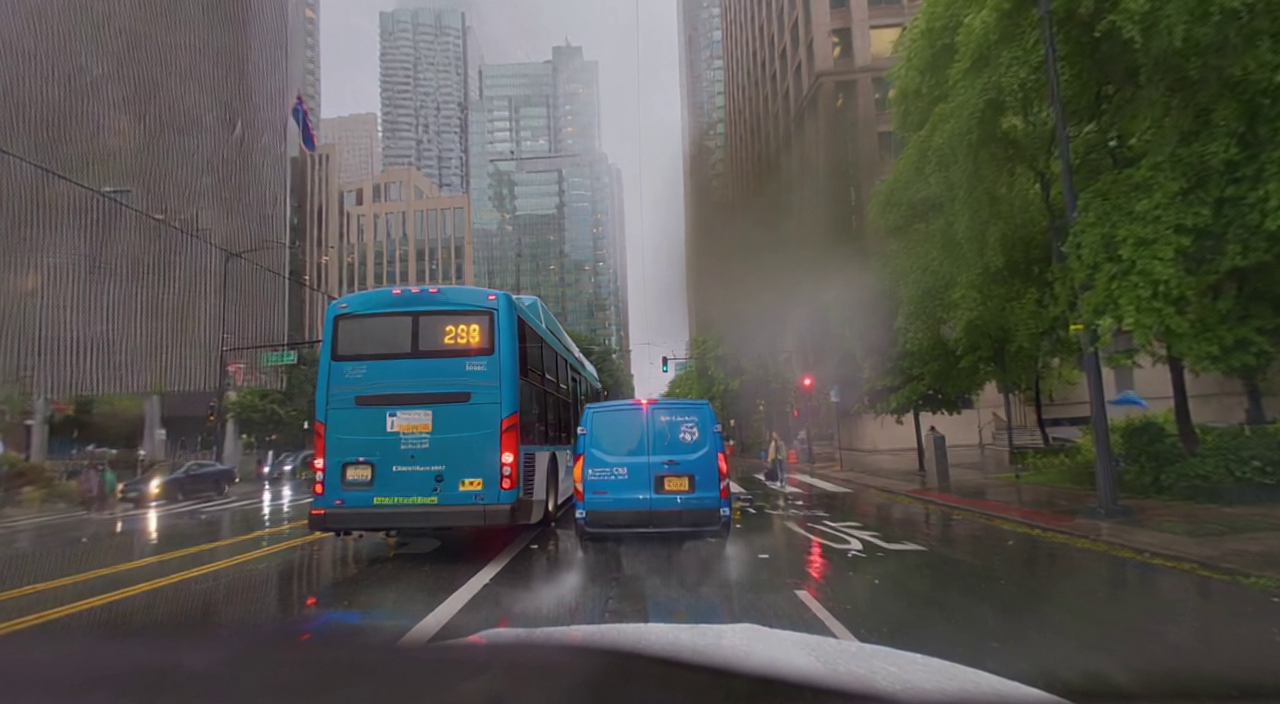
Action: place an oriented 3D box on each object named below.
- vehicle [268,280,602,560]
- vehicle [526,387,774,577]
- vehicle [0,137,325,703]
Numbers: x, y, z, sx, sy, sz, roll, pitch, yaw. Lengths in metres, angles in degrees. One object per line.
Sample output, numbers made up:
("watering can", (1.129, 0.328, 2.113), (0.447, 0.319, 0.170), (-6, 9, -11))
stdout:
("vehicle", (-2.900, 1.808, 14.571), (3.042, 3.445, 13.615), (0, -9, 1))
("vehicle", (0.128, 1.644, 8.602), (2.500, 1.912, 4.270), (0, -9, 1))
("vehicle", (-2.760, 0.320, 0.221), (2.329, 2.089, 5.659), (0, -9, 0))
